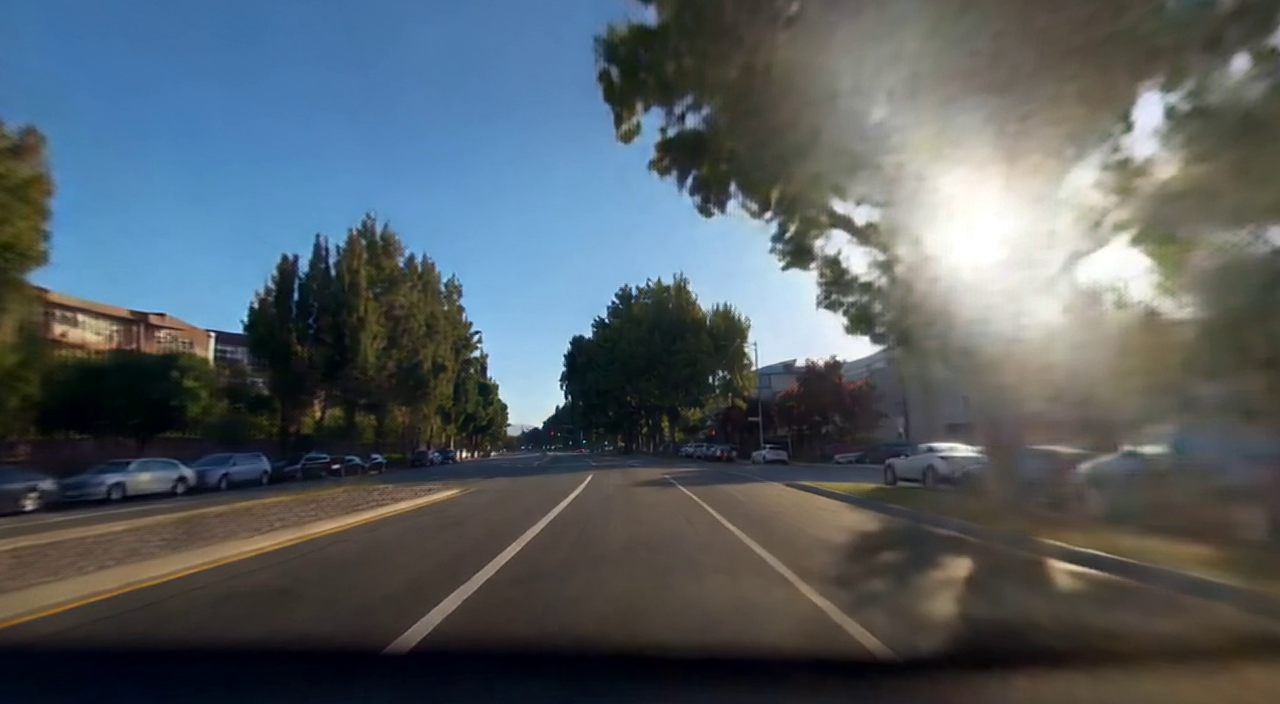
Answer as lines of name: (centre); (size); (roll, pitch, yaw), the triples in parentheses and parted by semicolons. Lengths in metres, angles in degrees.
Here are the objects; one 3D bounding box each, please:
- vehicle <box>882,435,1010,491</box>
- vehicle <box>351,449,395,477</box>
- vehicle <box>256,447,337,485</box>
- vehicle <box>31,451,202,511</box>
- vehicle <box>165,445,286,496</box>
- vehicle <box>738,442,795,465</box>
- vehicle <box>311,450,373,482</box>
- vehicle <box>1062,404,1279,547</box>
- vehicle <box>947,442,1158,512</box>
vehicle: (9.773, 3.584, 20.636); (1.853, 1.578, 4.736); (0, -9, 0)
vehicle: (-18.342, 7.603, 43.394); (1.836, 1.512, 3.581); (-2, -6, -6)
vehicle: (-17.766, 5.880, 32.854); (1.883, 1.775, 4.466); (-1, -8, -3)
vehicle: (-17.173, 4.188, 21.070); (1.859, 1.694, 4.638); (-1, -8, -2)
vehicle: (-17.484, 4.960, 26.956); (2.099, 1.917, 4.720); (-1, -8, -2)
vehicle: (9.251, 7.498, 46.591); (1.919, 1.627, 4.196); (5, -10, -26)
vehicle: (-17.954, 6.852, 38.202); (1.802, 1.477, 4.648); (-3, -5, -5)
vehicle: (9.905, 1.987, 10.482); (2.091, 1.962, 5.091); (1, -9, -2)
vehicle: (9.721, 2.955, 15.472); (1.863, 1.423, 4.709); (1, -9, -2)
